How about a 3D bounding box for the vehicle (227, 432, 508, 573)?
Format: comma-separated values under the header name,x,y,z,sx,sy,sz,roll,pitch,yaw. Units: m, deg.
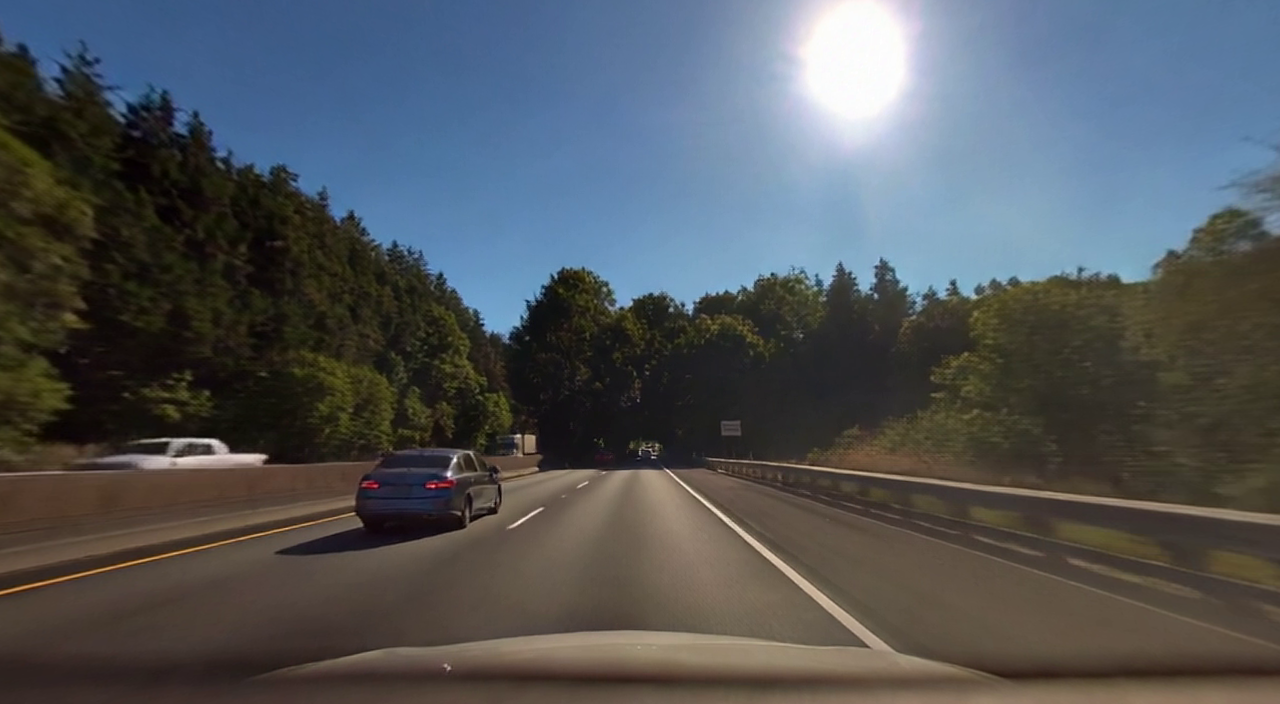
name,x,y,z,sx,sy,sz,roll,pitch,yaw
vehicle,-3.446,2.001,9.198,1.969,1.505,4.636,0,-9,1
